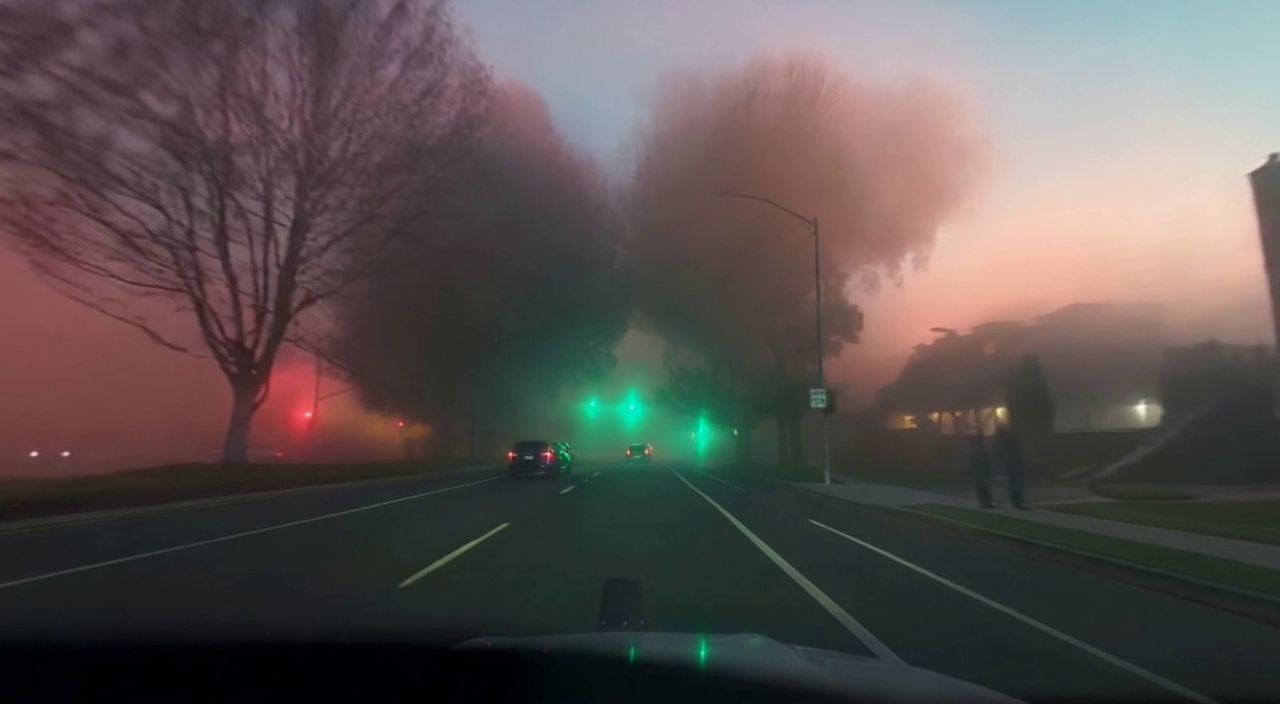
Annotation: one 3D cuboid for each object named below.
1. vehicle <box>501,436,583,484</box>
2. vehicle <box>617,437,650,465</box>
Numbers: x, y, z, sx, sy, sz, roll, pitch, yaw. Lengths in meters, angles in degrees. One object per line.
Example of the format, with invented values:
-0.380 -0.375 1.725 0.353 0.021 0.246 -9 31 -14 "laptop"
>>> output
-3.277 3.703 21.954 2.015 1.470 4.458 0 -8 1 "vehicle"
-0.400 6.832 43.659 2.153 1.764 4.047 0 -8 0 "vehicle"
